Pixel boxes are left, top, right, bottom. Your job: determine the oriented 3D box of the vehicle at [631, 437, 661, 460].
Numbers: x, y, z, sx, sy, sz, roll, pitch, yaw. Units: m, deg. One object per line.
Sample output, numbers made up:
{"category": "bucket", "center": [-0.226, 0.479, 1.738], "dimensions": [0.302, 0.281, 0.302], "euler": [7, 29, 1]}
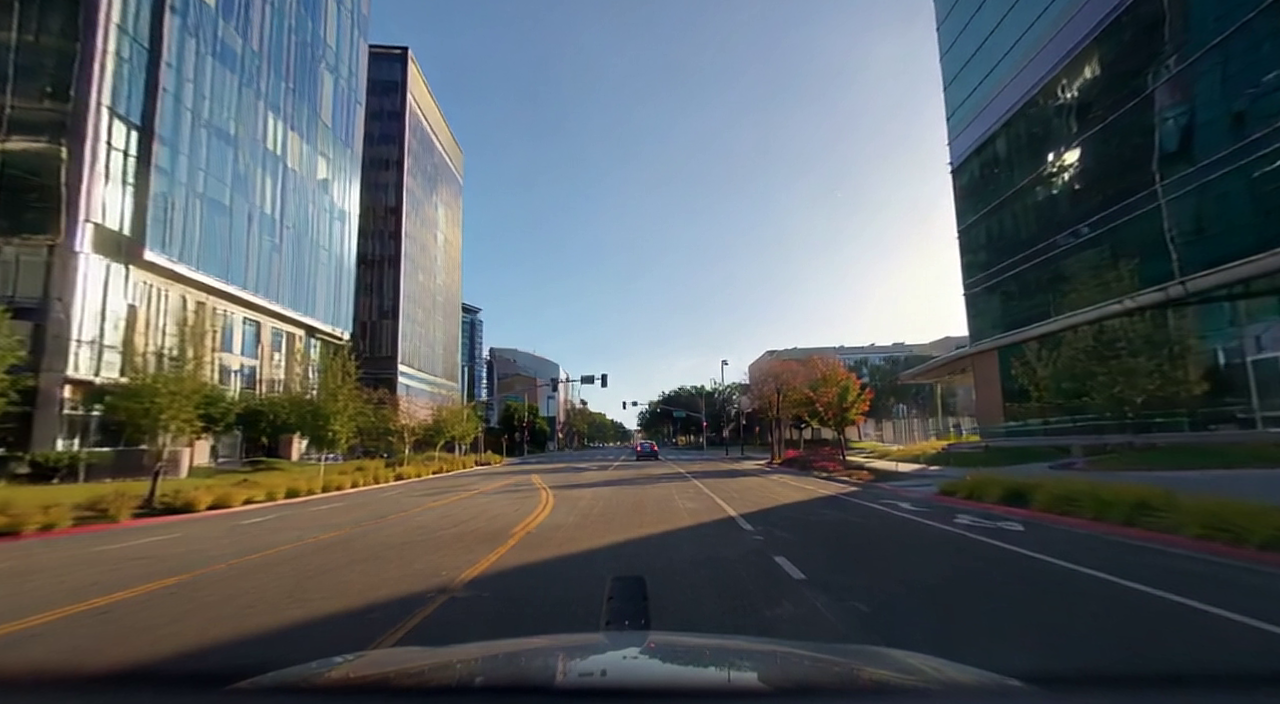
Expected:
{"category": "vehicle", "center": [0.428, 7.418, 48.399], "dimensions": [2.184, 1.640, 4.086], "euler": [1, -9, -1]}
